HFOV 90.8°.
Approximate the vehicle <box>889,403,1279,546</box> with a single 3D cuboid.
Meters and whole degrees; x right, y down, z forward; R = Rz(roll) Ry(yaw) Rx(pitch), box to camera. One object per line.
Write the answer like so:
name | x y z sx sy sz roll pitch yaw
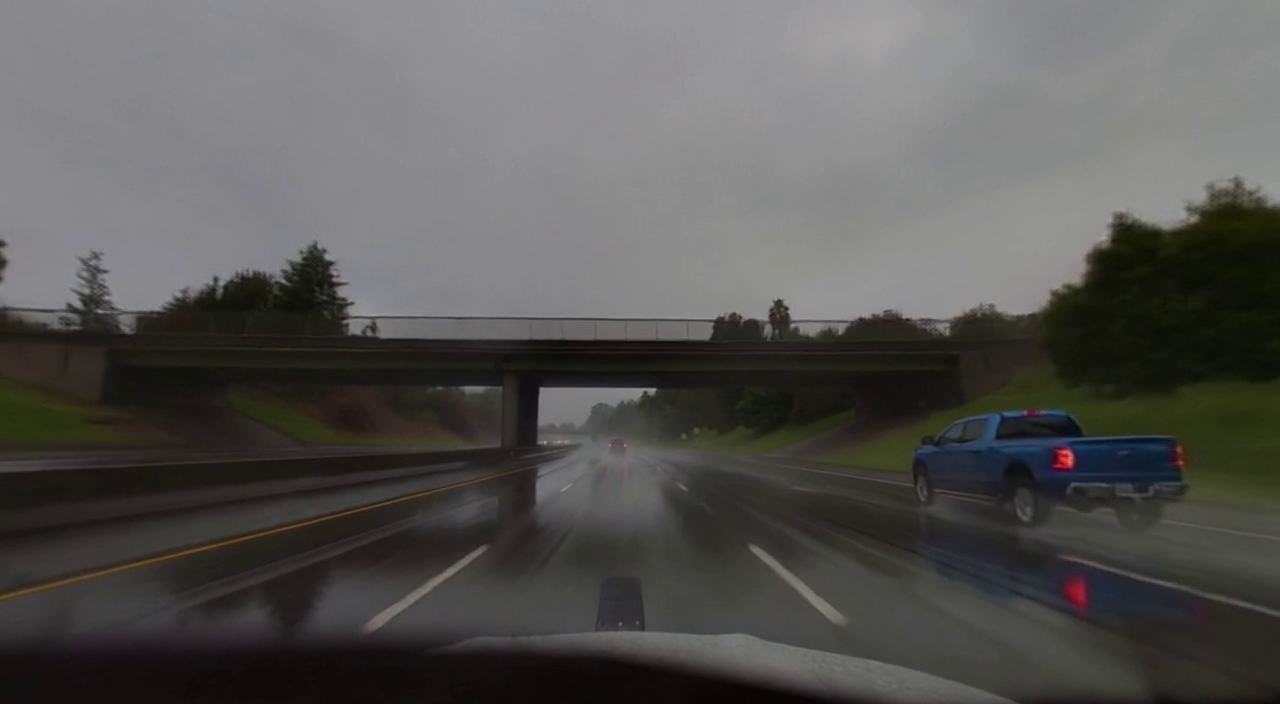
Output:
vehicle | 6.944 2.020 11.193 2.395 1.819 6.086 0 -9 -2
